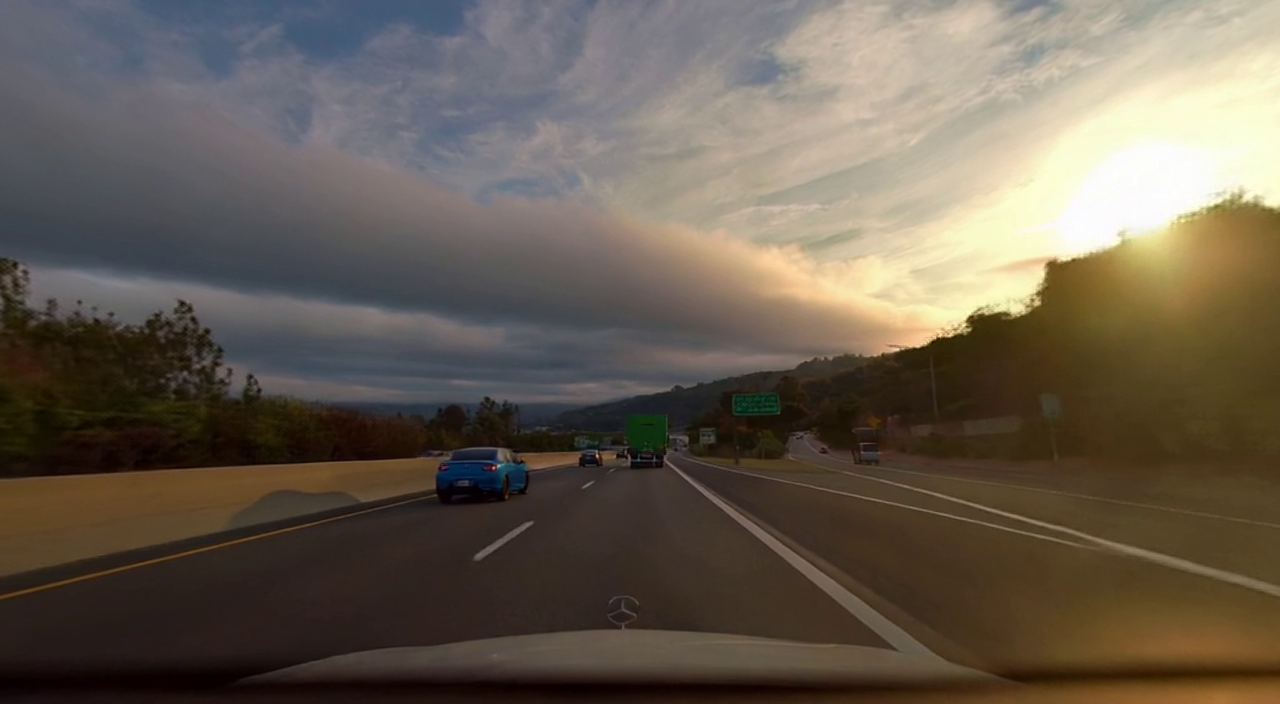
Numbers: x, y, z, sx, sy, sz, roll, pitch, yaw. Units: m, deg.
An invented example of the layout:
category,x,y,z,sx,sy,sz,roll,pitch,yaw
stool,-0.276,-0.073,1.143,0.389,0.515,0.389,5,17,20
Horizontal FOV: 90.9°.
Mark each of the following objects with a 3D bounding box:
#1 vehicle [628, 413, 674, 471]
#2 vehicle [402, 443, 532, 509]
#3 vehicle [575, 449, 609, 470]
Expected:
category,x,y,z,sx,sy,sz,roll,pitch,yaw
vehicle,0.720,6.349,44.080,2.893,3.628,9.081,0,-9,1
vehicle,-4.237,3.107,16.281,2.010,1.461,4.391,0,-9,1
vehicle,-3.374,7.632,45.020,1.981,1.435,4.199,0,-9,2
